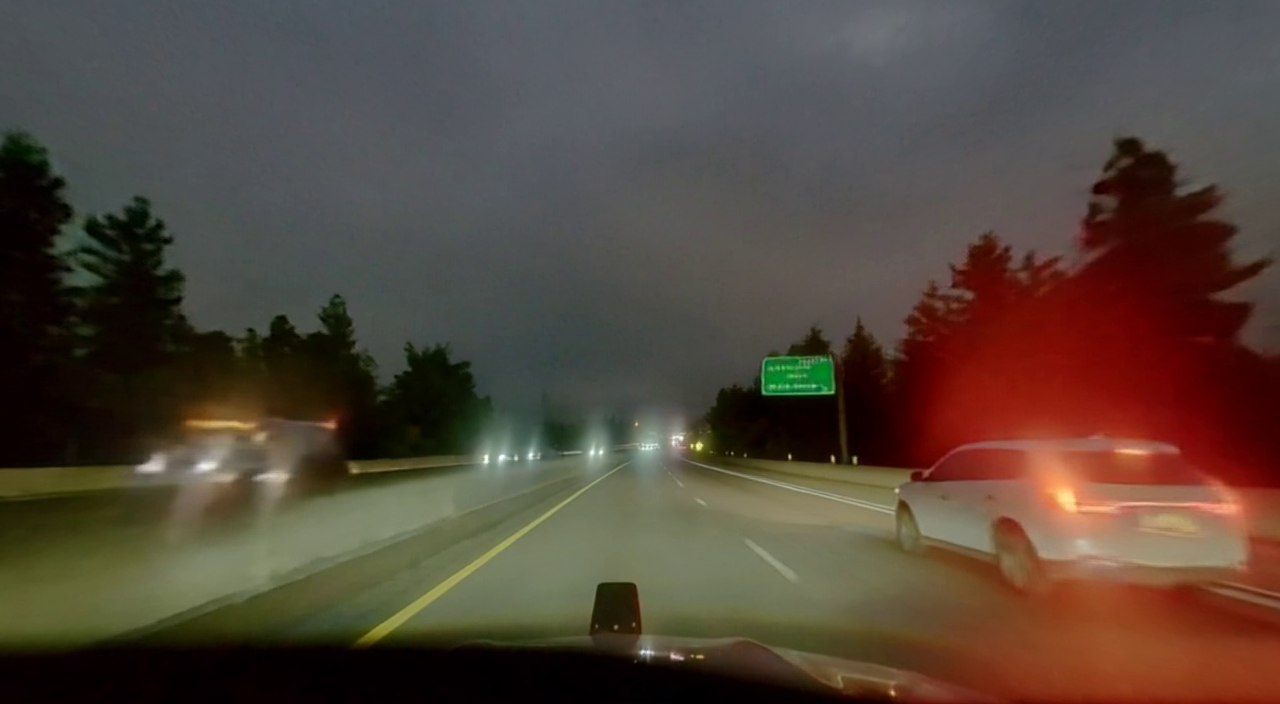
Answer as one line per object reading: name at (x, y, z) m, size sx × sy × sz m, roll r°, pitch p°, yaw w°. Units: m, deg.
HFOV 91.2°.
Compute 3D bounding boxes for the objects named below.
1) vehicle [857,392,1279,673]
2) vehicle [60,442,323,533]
vehicle at (4.063, 1.436, 6.168) m, size 2.089 × 1.660 × 4.729 m, roll 0°, pitch -9°, yaw -1°
vehicle at (-8.794, 2.672, 12.987) m, size 2.063 × 1.512 × 4.610 m, roll 0°, pitch -9°, yaw 0°
